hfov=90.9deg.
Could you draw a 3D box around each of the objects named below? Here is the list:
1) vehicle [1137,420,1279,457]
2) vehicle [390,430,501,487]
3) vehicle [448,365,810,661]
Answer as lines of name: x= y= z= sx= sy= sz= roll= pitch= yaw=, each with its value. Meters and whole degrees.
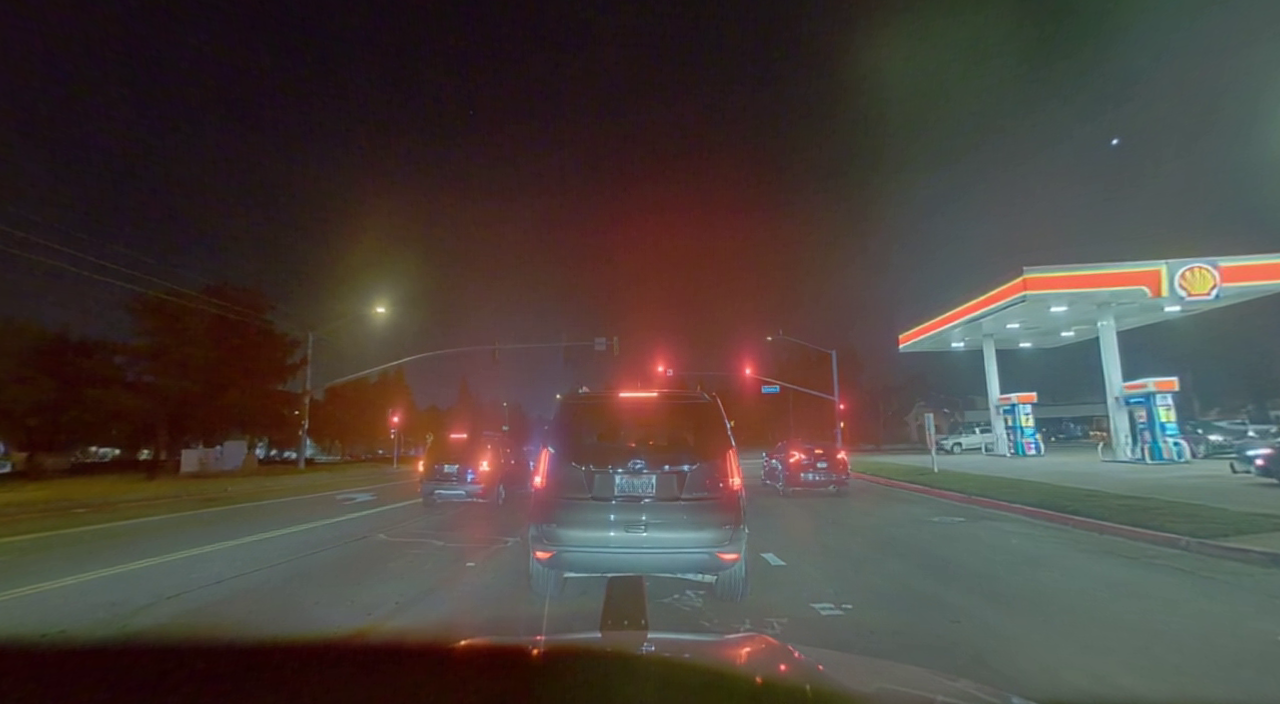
vehicle: x=25.933 y=3.967 z=28.782 sx=4.551 sy=1.616 sz=1.973 roll=-2 pitch=-9 yaw=11
vehicle: x=-6.651 y=3.704 z=22.191 sx=2.065 sy=1.753 sz=4.525 roll=-1 pitch=-9 yaw=6
vehicle: x=0.012 y=1.314 z=6.137 sx=2.236 sy=1.819 sz=4.291 roll=-1 pitch=-9 yaw=3
